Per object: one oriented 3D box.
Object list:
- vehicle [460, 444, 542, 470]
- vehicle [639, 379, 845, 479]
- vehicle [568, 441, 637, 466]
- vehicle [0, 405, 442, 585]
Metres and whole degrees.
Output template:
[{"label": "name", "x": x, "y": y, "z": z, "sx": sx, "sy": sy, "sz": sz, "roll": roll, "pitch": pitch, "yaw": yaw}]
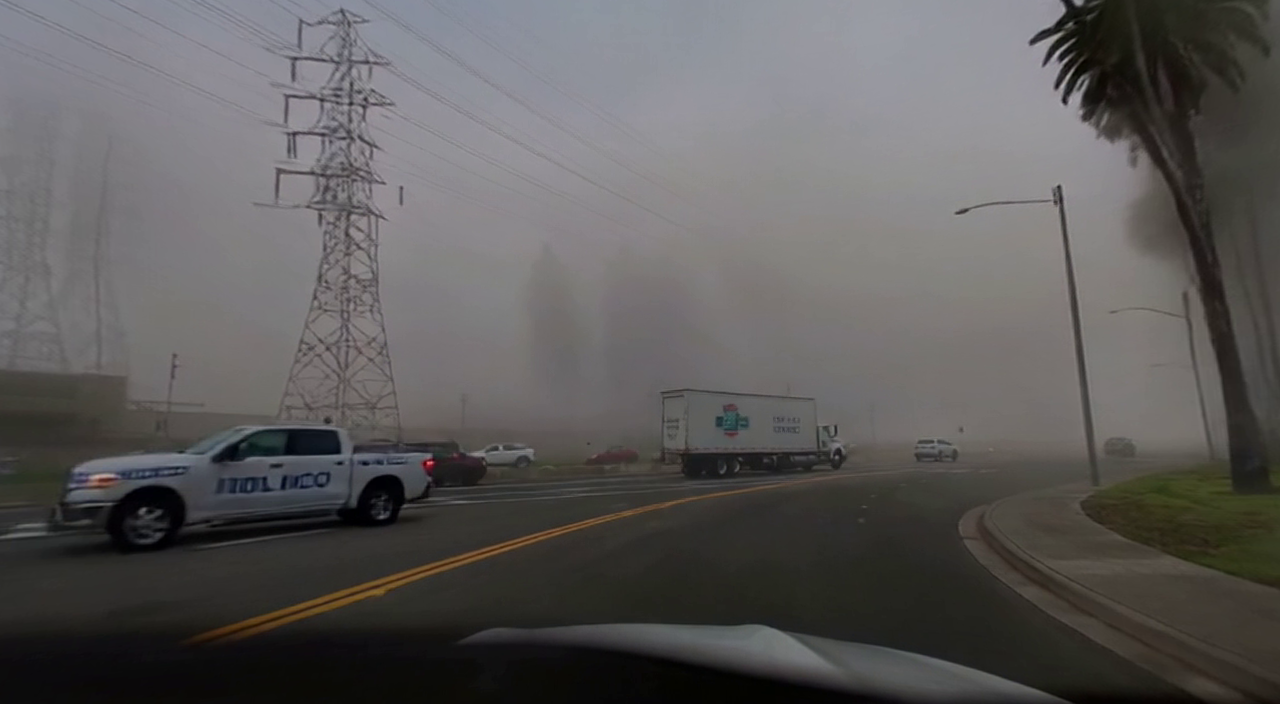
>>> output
[{"label": "vehicle", "x": -8.139, "y": 6.148, "z": 37.207, "sx": 4.419, "sy": 1.451, "sz": 1.792, "roll": 8, "pitch": -12, "yaw": -43}, {"label": "vehicle", "x": 5.256, "y": 3.746, "z": 29.907, "sx": 11.567, "sy": 3.933, "sz": 2.903, "roll": 7, "pitch": -11, "yaw": -41}, {"label": "vehicle", "x": -2.502, "y": 6.869, "z": 42.914, "sx": 4.532, "sy": 1.567, "sz": 1.847, "roll": 7, "pitch": -11, "yaw": -42}, {"label": "vehicle", "x": -5.785, "y": 1.860, "z": 9.174, "sx": 2.101, "sy": 1.848, "sz": 5.132, "roll": -7, "pitch": -11, "yaw": 40}]
